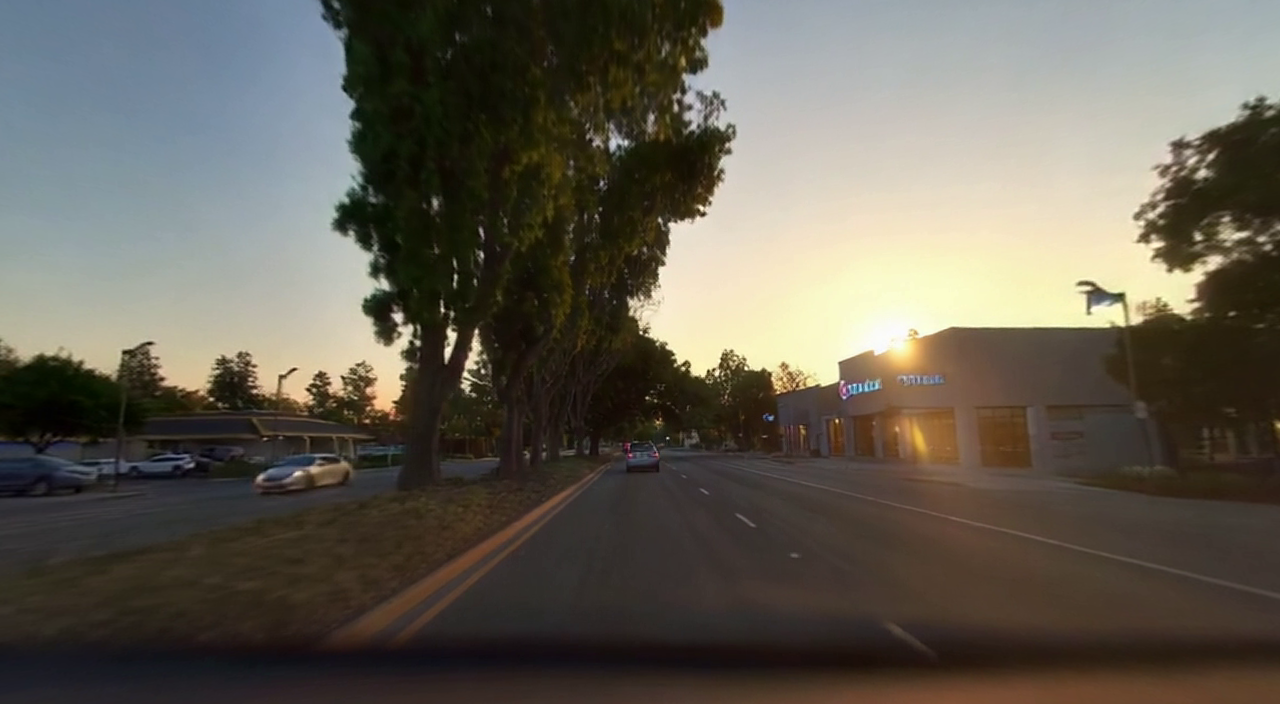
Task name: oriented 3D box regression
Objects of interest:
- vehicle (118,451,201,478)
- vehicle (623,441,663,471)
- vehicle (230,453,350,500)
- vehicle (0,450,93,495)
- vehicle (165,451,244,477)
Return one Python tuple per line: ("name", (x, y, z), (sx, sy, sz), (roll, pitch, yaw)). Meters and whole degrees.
("vehicle", (-34.379, 8.055, 45.237), (2.034, 1.742, 4.830), (0, -8, 1))
("vehicle", (0.123, 5.471, 33.319), (1.998, 1.452, 3.773), (0, -8, -1))
("vehicle", (-12.489, 4.436, 22.830), (1.833, 1.469, 4.343), (0, -9, 0))
("vehicle", (-28.194, 5.492, 29.105), (2.061, 1.871, 5.360), (2, -9, -14))
("vehicle", (-31.171, 8.011, 45.258), (1.952, 1.729, 5.170), (0, -8, 0))
